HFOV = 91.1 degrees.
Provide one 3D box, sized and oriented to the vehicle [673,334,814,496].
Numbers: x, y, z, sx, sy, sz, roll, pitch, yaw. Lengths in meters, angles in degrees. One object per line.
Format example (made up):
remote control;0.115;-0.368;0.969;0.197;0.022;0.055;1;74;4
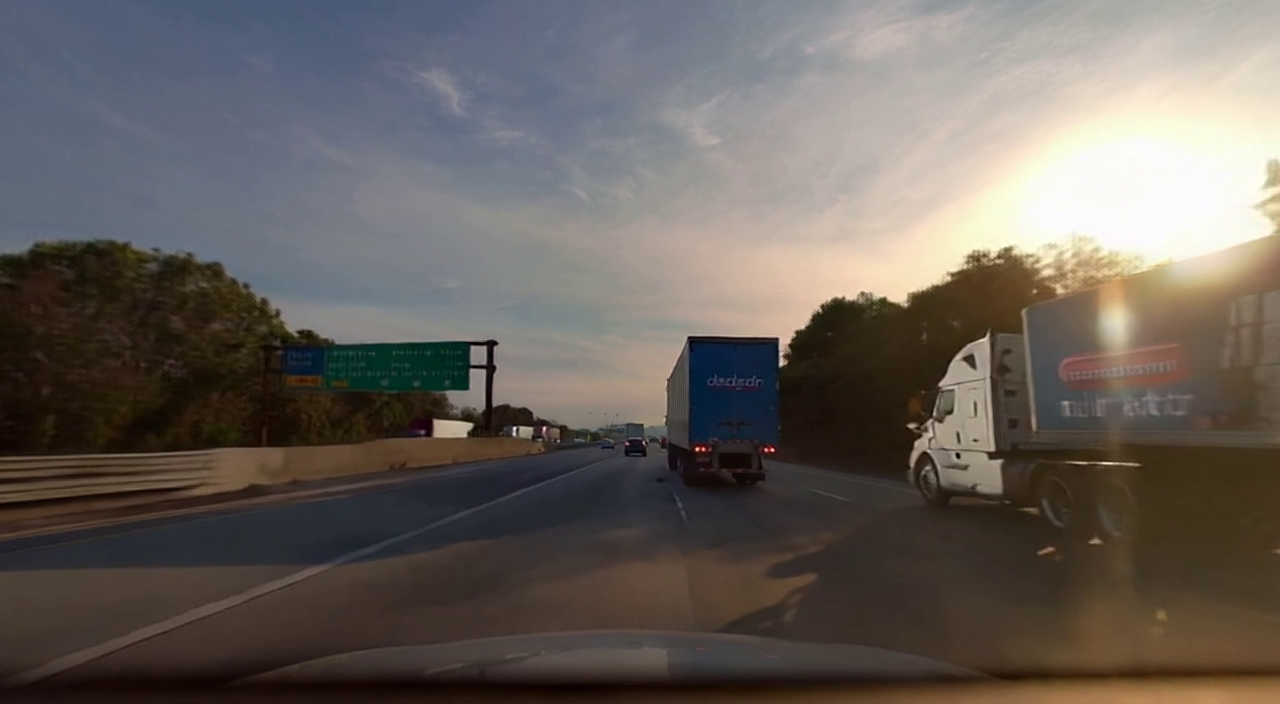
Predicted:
vehicle;2.724;2.139;20.082;2.920;3.860;10.035;0;-8;1
